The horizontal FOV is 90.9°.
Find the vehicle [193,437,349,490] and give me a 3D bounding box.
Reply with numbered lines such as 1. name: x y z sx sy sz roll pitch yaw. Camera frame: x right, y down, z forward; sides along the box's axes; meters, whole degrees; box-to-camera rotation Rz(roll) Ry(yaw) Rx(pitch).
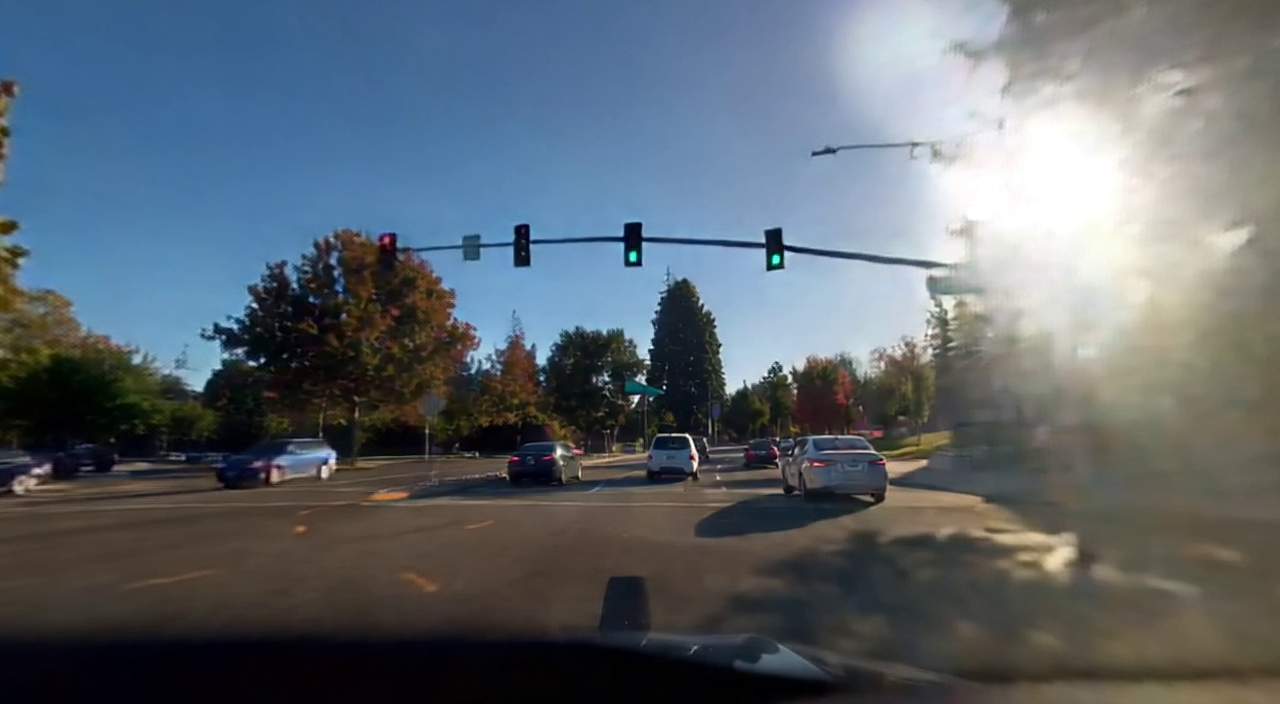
1. vehicle: -11.767 3.581 20.572 2.009 1.527 4.534 -1 -9 6

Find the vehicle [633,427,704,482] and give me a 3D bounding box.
1. vehicle: 1.146 3.714 23.008 2.250 1.768 4.574 -1 -9 6

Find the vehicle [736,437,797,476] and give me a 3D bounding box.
1. vehicle: 5.239 4.402 26.683 2.117 1.472 4.158 -1 -9 6

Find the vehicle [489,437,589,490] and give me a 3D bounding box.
1. vehicle: -3.003 3.459 19.922 2.006 1.464 4.586 -1 -9 5

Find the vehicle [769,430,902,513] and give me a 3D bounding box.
1. vehicle: 4.039 2.516 13.654 1.859 1.540 3.454 -1 -9 2
